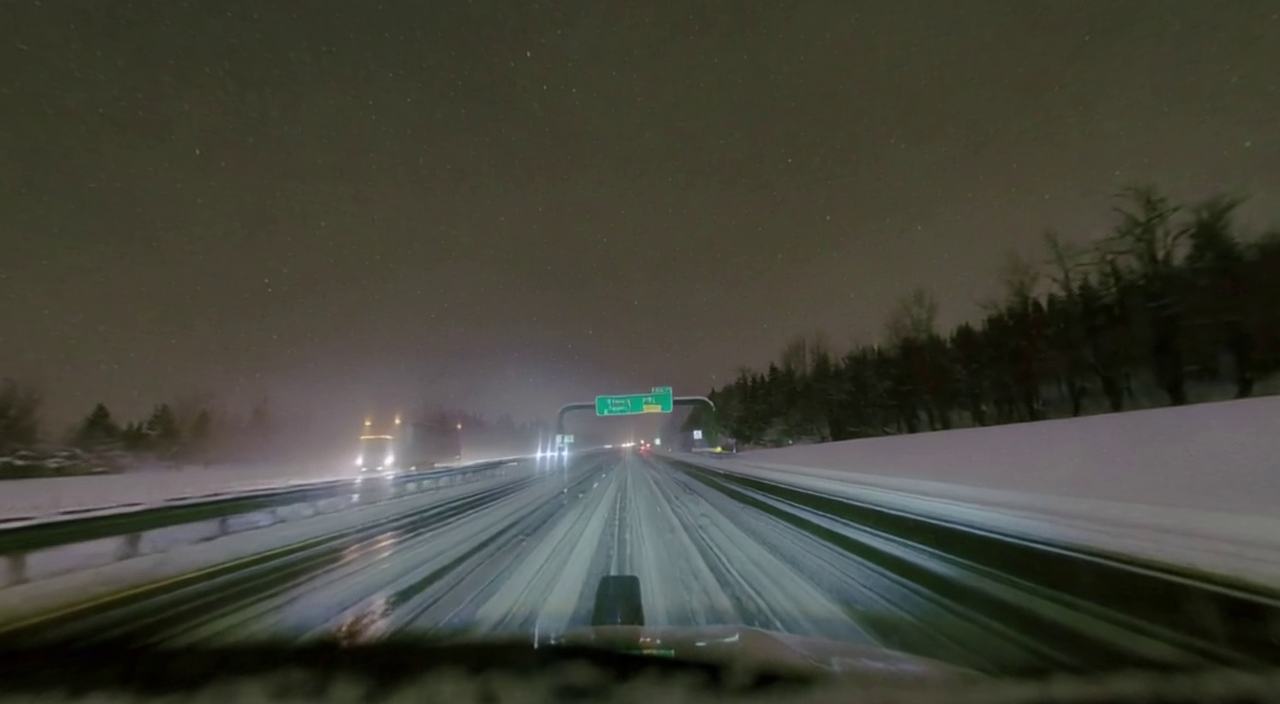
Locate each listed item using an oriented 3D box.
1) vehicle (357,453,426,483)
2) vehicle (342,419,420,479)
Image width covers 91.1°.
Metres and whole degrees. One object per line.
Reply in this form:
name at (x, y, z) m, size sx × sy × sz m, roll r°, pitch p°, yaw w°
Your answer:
vehicle at (-13.004, 6.075, 33.228) m, size 1.816 × 1.473 × 4.499 m, roll 0°, pitch -9°, yaw 0°
vehicle at (-18.304, 6.929, 44.944) m, size 3.032 × 3.987 × 5.941 m, roll 0°, pitch -9°, yaw -1°
